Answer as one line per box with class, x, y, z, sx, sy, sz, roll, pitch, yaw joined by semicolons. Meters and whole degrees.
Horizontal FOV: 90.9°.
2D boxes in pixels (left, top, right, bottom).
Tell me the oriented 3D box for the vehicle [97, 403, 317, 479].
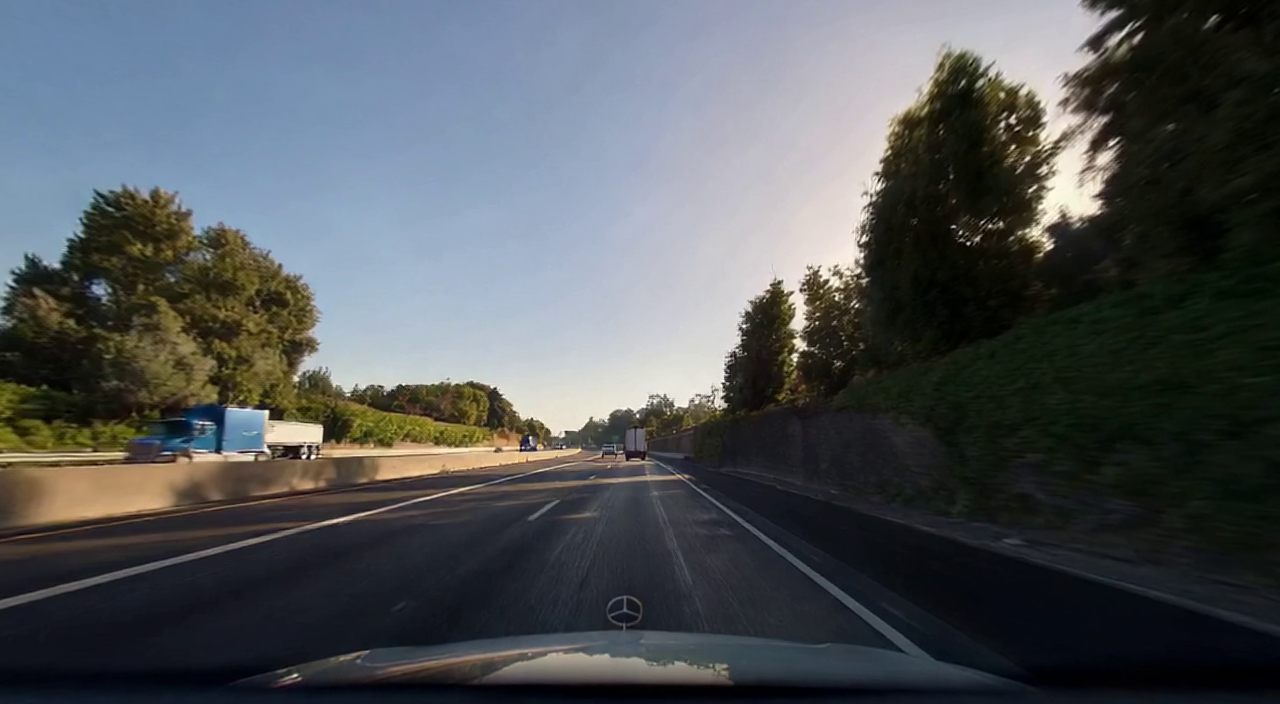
vehicle;-23.299;5.134;35.674;2.824;3.436;13.724;0;-9;0
